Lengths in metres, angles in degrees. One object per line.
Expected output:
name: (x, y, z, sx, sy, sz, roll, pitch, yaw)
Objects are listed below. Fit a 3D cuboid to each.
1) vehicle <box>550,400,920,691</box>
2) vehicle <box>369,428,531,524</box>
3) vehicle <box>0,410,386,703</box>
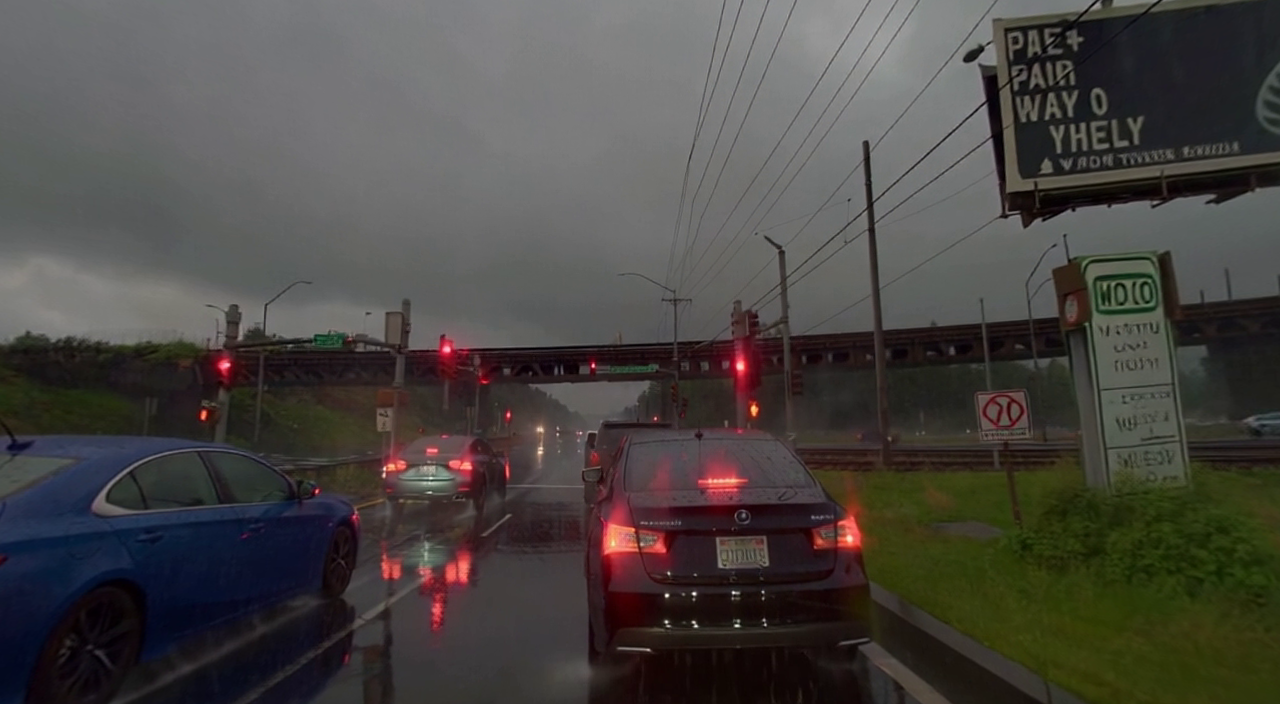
vehicle: (0.404, 1.327, 5.441, 1.998, 1.529, 3.960, 1, -9, -3)
vehicle: (-3.356, 2.267, 12.072, 1.984, 1.505, 4.047, 0, -9, -2)
vehicle: (-3.709, 1.252, 4.444, 1.956, 1.468, 4.585, 0, -9, 0)
